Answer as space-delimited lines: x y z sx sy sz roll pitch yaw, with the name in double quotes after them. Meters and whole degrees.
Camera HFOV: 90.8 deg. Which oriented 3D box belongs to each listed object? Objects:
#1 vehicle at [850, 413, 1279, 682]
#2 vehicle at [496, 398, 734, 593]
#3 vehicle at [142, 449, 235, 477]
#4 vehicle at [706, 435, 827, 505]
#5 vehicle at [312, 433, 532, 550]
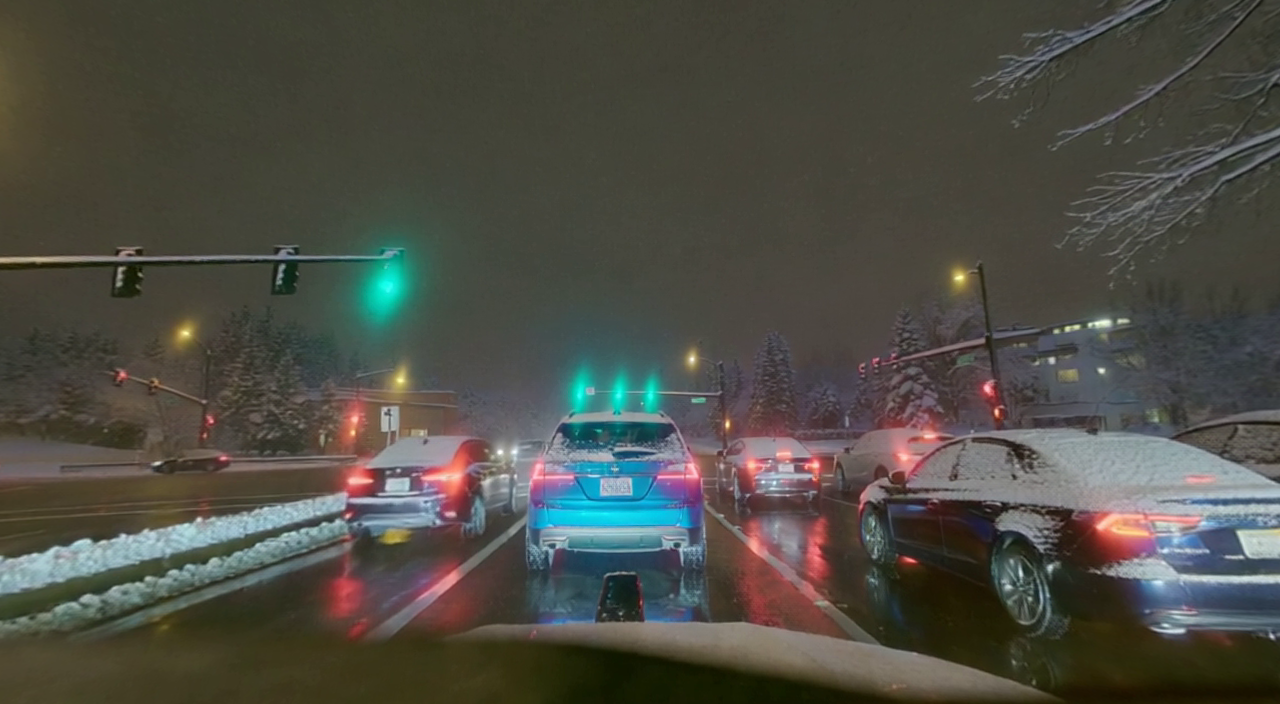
3.607 1.394 5.688 1.861 1.478 4.185 0 -8 -2 "vehicle"
-0.277 1.559 7.627 2.101 1.707 3.904 0 -8 -2 "vehicle"
-30.128 7.404 42.270 4.446 1.821 2.276 0 -8 1 "vehicle"
2.972 2.857 15.774 1.950 1.506 4.086 0 -8 -3 "vehicle"
-3.186 2.127 10.368 2.077 1.493 4.281 0 -9 0 "vehicle"
